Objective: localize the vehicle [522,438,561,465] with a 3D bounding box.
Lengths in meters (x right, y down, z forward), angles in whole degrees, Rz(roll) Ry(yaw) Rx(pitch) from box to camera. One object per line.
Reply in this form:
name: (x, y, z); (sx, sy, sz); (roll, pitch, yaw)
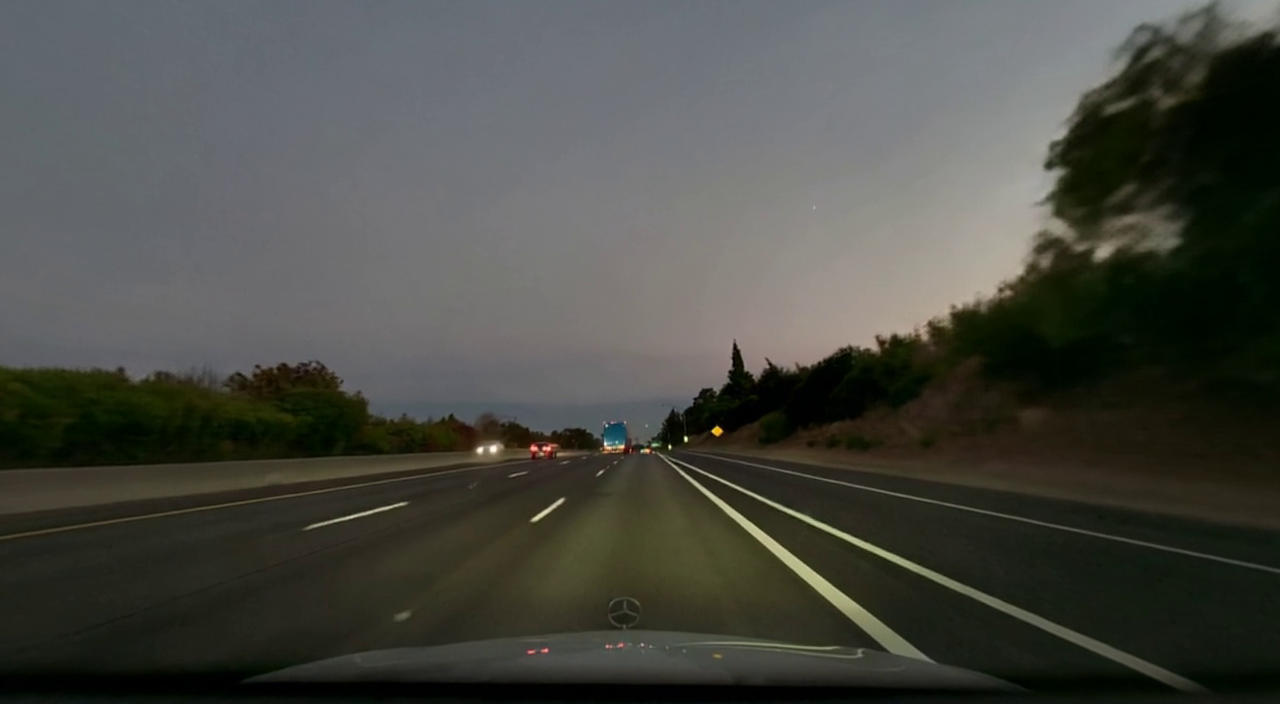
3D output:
vehicle: (-7.065, 7.146, 45.586); (2.043, 1.828, 4.436); (0, -8, 1)
